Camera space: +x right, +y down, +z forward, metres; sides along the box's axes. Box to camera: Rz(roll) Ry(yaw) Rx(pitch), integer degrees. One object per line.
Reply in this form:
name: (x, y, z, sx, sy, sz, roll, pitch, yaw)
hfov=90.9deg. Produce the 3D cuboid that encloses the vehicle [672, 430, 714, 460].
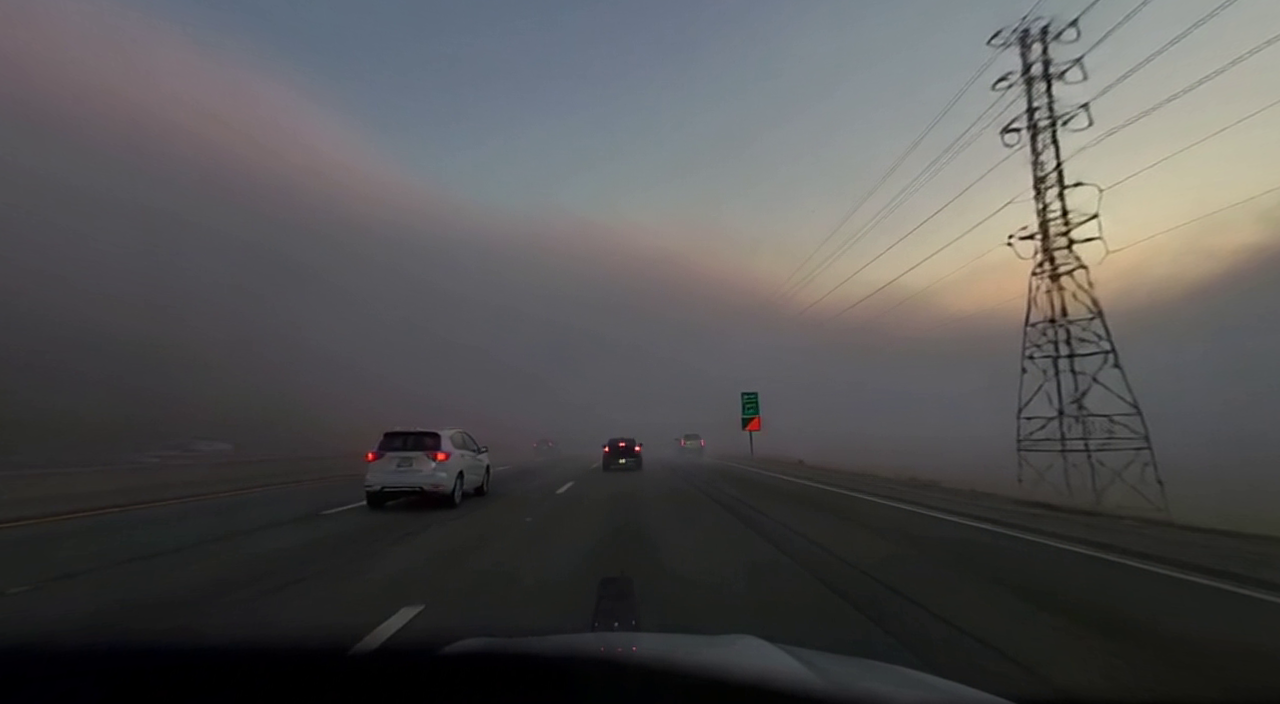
vehicle: (3.134, 5.569, 38.073, 1.950, 1.695, 4.446, 0, -8, -2)

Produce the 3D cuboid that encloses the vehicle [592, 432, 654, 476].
vehicle: (-0.602, 3.676, 23.079, 2.086, 1.488, 3.440, 0, -7, -1)

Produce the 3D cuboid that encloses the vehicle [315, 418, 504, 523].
vehicle: (-4.063, 2.141, 12.087, 1.901, 1.601, 4.610, 0, -7, -1)
